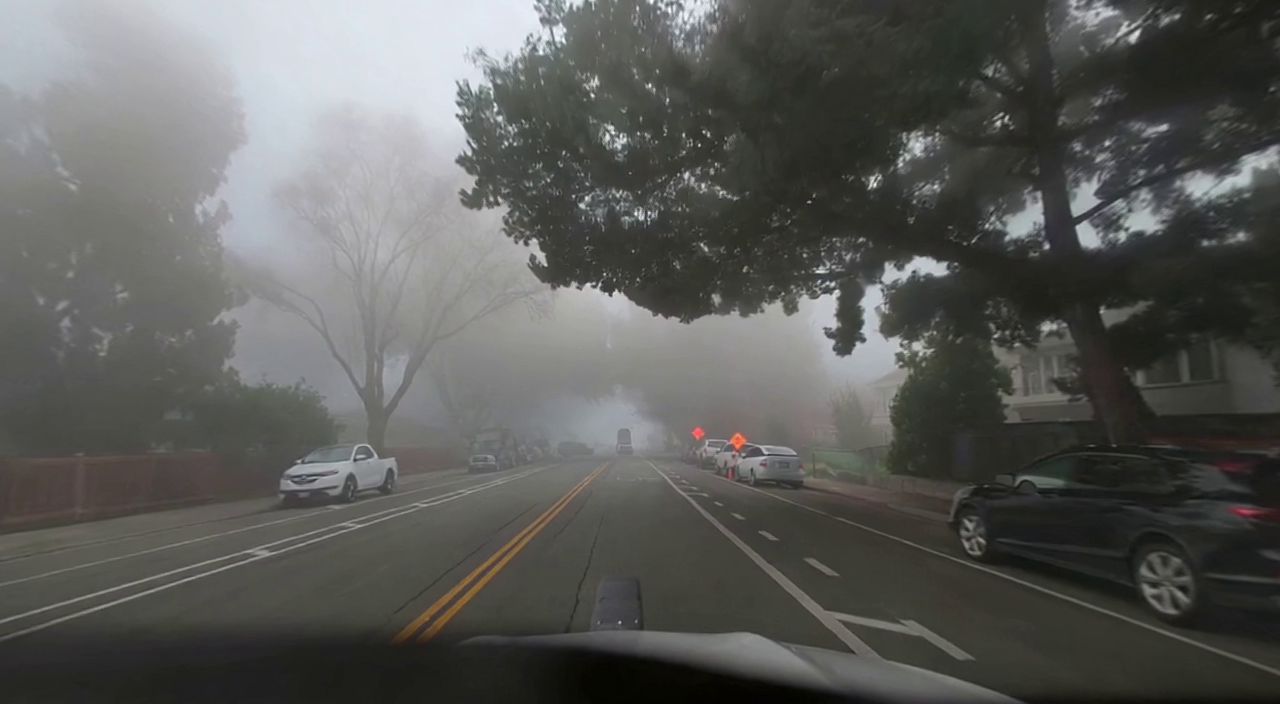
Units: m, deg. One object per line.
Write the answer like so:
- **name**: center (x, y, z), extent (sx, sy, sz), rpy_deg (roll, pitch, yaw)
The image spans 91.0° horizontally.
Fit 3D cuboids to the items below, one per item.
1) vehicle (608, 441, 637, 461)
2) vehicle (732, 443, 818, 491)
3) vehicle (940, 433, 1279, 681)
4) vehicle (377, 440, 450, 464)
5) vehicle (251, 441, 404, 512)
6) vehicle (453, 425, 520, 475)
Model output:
- **vehicle**: center (-1.360, 7.864, 49.985), extent (2.151, 1.481, 4.084), rpy_deg (0, -8, 0)
- **vehicle**: center (4.496, 3.892, 21.704), extent (1.912, 1.463, 4.477), rpy_deg (0, -8, -1)
- **vehicle**: center (4.812, 1.468, 5.299), extent (2.027, 1.493, 4.679), rpy_deg (1, -9, -4)
- **vehicle**: center (-17.208, 7.620, 47.951), extent (4.779, 1.823, 1.964), rpy_deg (0, -9, -1)
- **vehicle**: center (-8.351, 3.325, 17.413), extent (1.950, 1.672, 4.664), rpy_deg (0, -8, -2)
- **vehicle**: center (-8.486, 5.477, 35.315), extent (2.526, 2.631, 4.228), rpy_deg (0, -8, 2)
